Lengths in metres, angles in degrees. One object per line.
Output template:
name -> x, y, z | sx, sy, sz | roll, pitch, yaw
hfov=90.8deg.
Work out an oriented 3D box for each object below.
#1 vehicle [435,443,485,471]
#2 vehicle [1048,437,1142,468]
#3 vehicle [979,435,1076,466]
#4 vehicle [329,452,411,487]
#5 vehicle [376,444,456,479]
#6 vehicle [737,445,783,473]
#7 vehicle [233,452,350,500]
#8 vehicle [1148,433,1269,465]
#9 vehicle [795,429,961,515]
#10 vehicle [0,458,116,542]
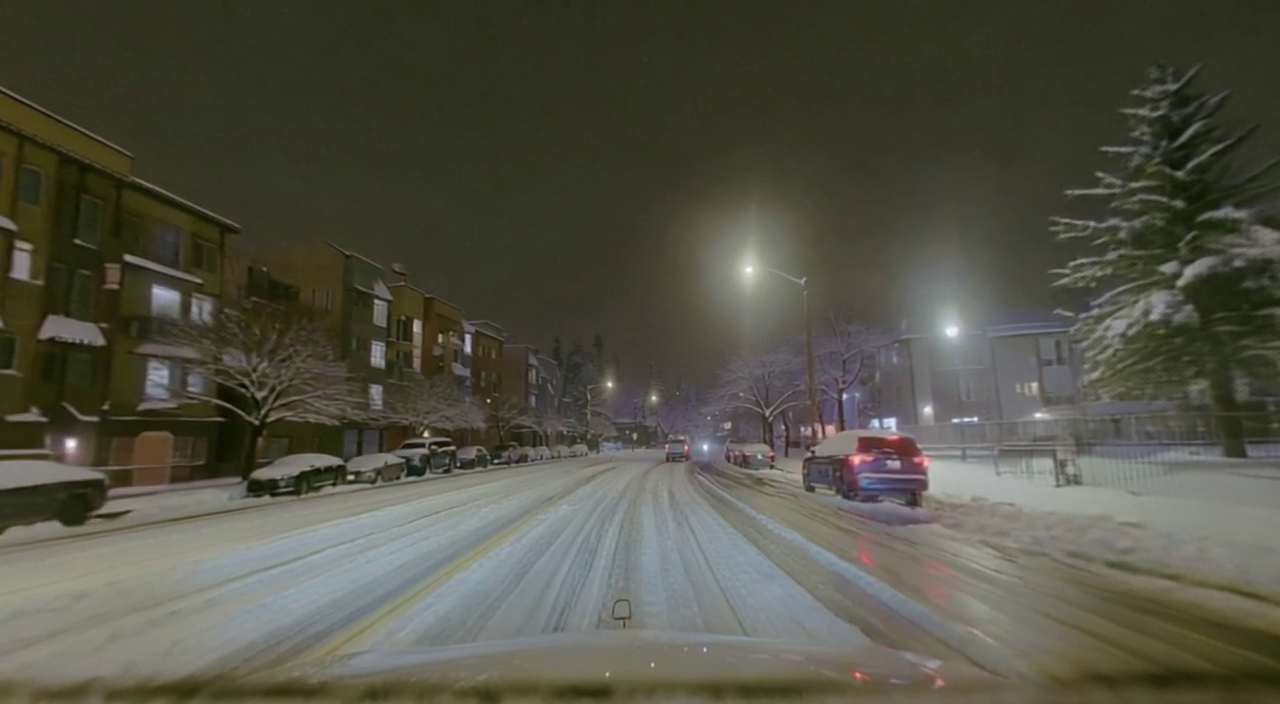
vehicle -> -12.214, 7.146, 43.235 | 2.001, 1.836, 4.471 | 0, -8, 2
vehicle -> 22.764, 5.041, 31.790 | 1.797, 1.425, 3.794 | 0, -8, -2
vehicle -> 19.797, 5.060, 32.545 | 2.008, 1.489, 4.775 | 0, -8, 1
vehicle -> -12.347, 5.361, 29.205 | 1.723, 1.418, 4.359 | 0, -8, 2
vehicle -> -12.450, 6.112, 35.654 | 2.290, 1.799, 5.801 | 0, -8, 2
vehicle -> 6.689, 5.990, 35.714 | 1.947, 1.487, 4.549 | 0, -8, 3
vehicle -> -12.259, 4.350, 22.529 | 1.926, 1.499, 3.869 | 0, -8, 0
vehicle -> 28.412, 4.873, 31.817 | 1.790, 1.460, 4.515 | 0, -8, -2
vehicle -> 5.642, 2.906, 15.943 | 2.102, 1.781, 5.470 | 0, -8, 1
vehicle -> -12.602, 2.739, 11.611 | 1.889, 1.461, 4.608 | 0, -8, 2
